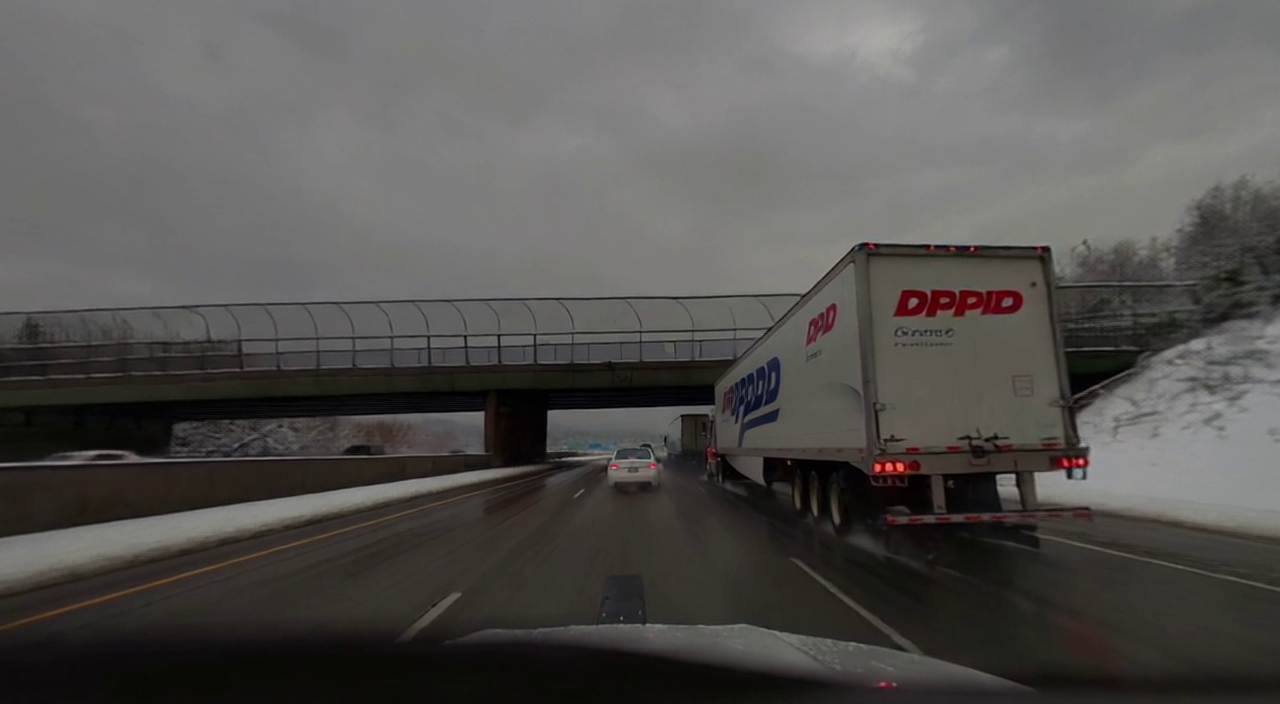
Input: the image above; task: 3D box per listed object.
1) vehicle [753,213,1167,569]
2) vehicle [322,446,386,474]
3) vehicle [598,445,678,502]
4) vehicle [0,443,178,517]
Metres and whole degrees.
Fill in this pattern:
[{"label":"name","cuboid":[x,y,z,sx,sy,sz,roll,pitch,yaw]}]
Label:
[{"label":"vehicle","cuboid":[4.185,0.985,11.097,2.802,3.956,8.291,0,-9,0]},{"label":"vehicle","cuboid":[-17.423,6.588,38.731,1.931,1.569,4.277,0,-9,0]},{"label":"vehicle","cuboid":[-0.059,3.382,17.912,2.029,1.437,3.794,0,-9,0]},{"label":"vehicle","cuboid":[-14.646,3.228,16.414,1.864,1.639,4.400,0,-9,1]}]
